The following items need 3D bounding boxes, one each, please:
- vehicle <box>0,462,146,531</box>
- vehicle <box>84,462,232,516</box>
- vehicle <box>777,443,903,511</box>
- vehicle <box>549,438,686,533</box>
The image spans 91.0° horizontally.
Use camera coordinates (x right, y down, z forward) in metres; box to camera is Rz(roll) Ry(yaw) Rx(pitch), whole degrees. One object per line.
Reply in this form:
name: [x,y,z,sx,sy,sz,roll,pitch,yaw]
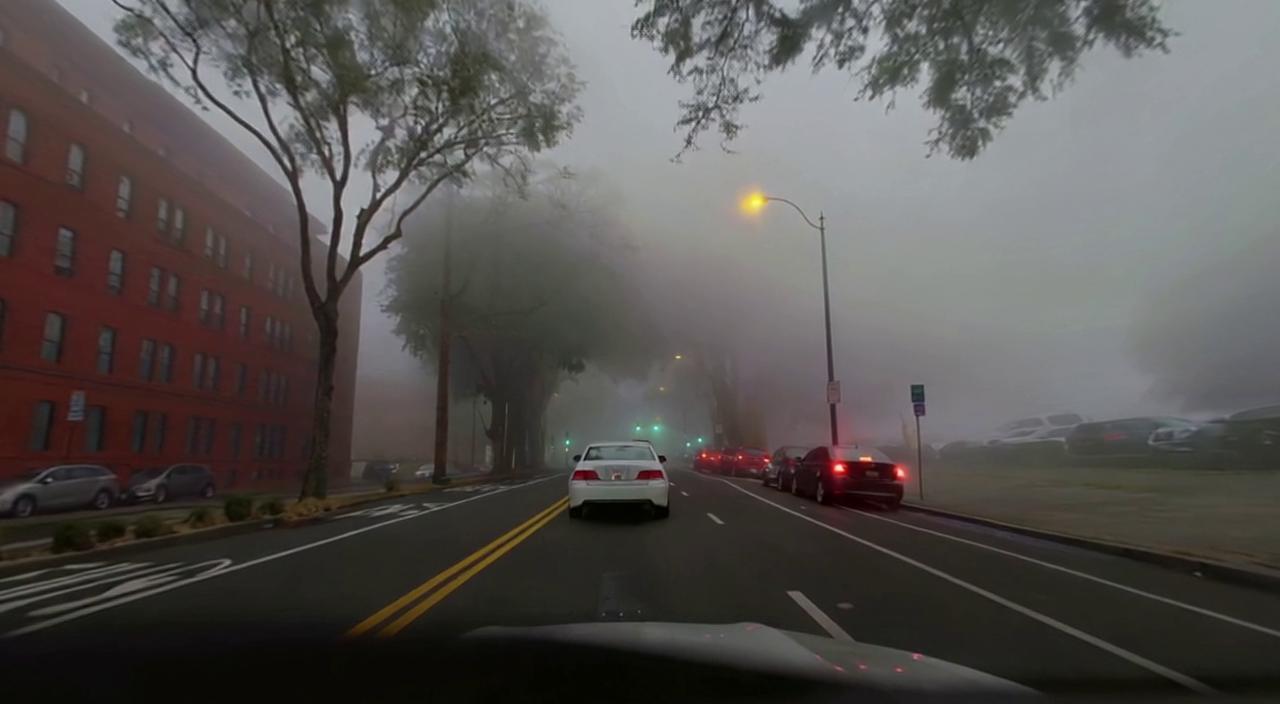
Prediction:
vehicle: [-17.596,4.173,18.764,1.909,1.658,4.559,0,-9,1]
vehicle: [-17.977,5.097,23.832,2.011,1.727,4.449,1,-9,0]
vehicle: [4.931,3.110,16.162,1.832,1.491,4.054,1,-9,-1]
vehicle: [-0.369,2.491,12.353,2.230,1.518,4.113,0,-9,0]
